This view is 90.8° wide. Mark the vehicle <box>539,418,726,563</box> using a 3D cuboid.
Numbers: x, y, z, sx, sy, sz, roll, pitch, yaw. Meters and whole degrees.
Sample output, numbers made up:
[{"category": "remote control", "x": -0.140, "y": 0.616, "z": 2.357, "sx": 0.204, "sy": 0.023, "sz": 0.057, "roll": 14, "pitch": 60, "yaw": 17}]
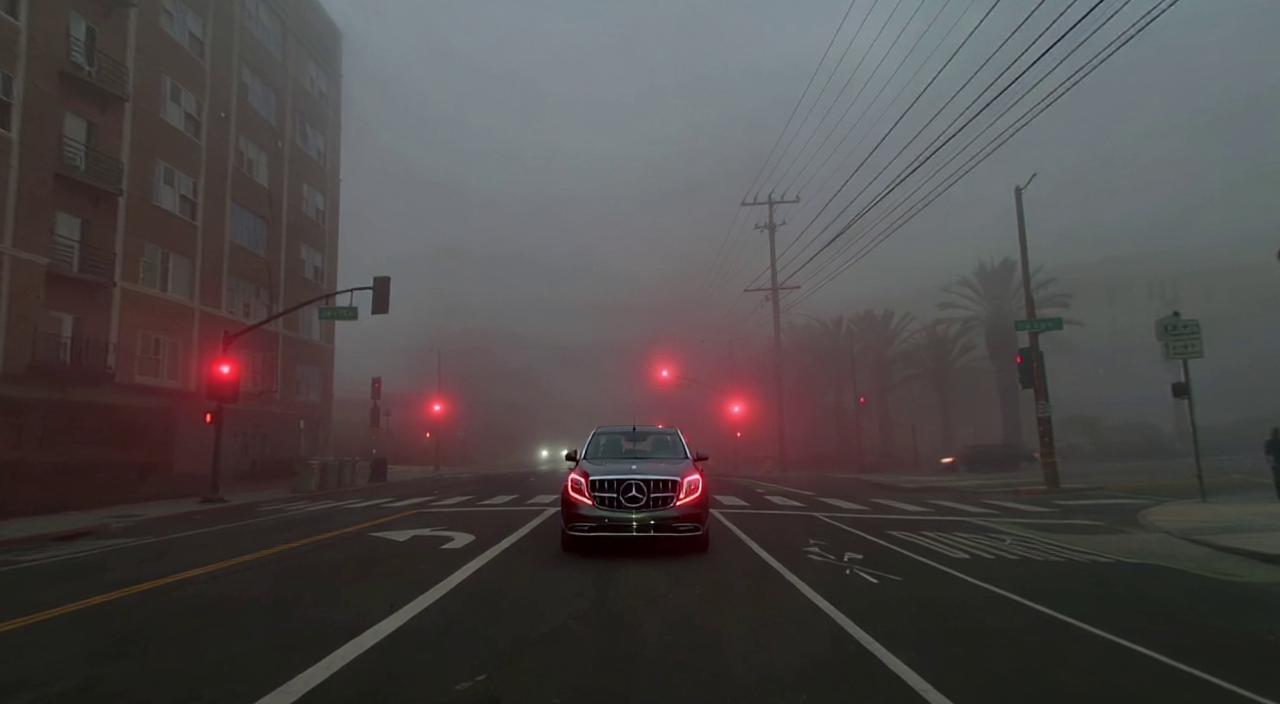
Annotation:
[{"category": "vehicle", "x": -0.086, "y": 1.871, "z": 9.218, "sx": 2.144, "sy": 1.643, "sz": 3.770, "roll": 0, "pitch": -8, "yaw": 0}]

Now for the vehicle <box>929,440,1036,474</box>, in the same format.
[{"category": "vehicle", "x": 18.673, "y": 5.735, "z": 34.615, "sx": 4.649, "sy": 1.760, "sz": 2.029, "roll": -1, "pitch": -8, "yaw": 2}]

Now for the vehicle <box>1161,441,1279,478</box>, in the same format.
[{"category": "vehicle", "x": 26.716, "y": 4.868, "z": 28.816, "sx": 4.118, "sy": 1.593, "sz": 2.004, "roll": 0, "pitch": -8, "yaw": -4}]
